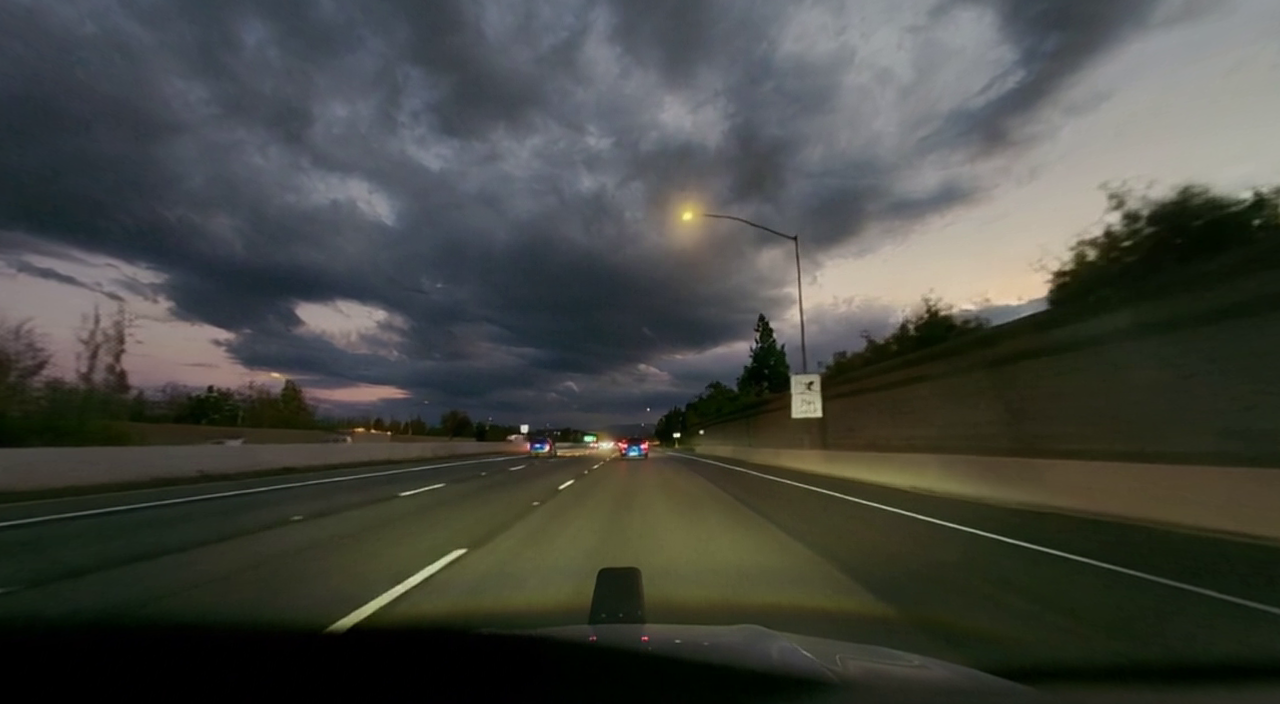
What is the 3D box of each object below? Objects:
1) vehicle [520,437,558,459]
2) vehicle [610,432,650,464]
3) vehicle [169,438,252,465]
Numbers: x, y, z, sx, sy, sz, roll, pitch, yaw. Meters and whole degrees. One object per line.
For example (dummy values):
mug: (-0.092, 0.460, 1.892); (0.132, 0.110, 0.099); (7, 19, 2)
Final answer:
vehicle: (-7.516, 7.159, 47.130); (2.019, 1.523, 4.396); (0, -8, 1)
vehicle: (-0.509, 5.438, 35.769); (2.141, 1.706, 4.065); (0, -8, 0)
vehicle: (-28.907, 6.704, 42.605); (2.074, 1.703, 4.952); (0, -8, 1)
